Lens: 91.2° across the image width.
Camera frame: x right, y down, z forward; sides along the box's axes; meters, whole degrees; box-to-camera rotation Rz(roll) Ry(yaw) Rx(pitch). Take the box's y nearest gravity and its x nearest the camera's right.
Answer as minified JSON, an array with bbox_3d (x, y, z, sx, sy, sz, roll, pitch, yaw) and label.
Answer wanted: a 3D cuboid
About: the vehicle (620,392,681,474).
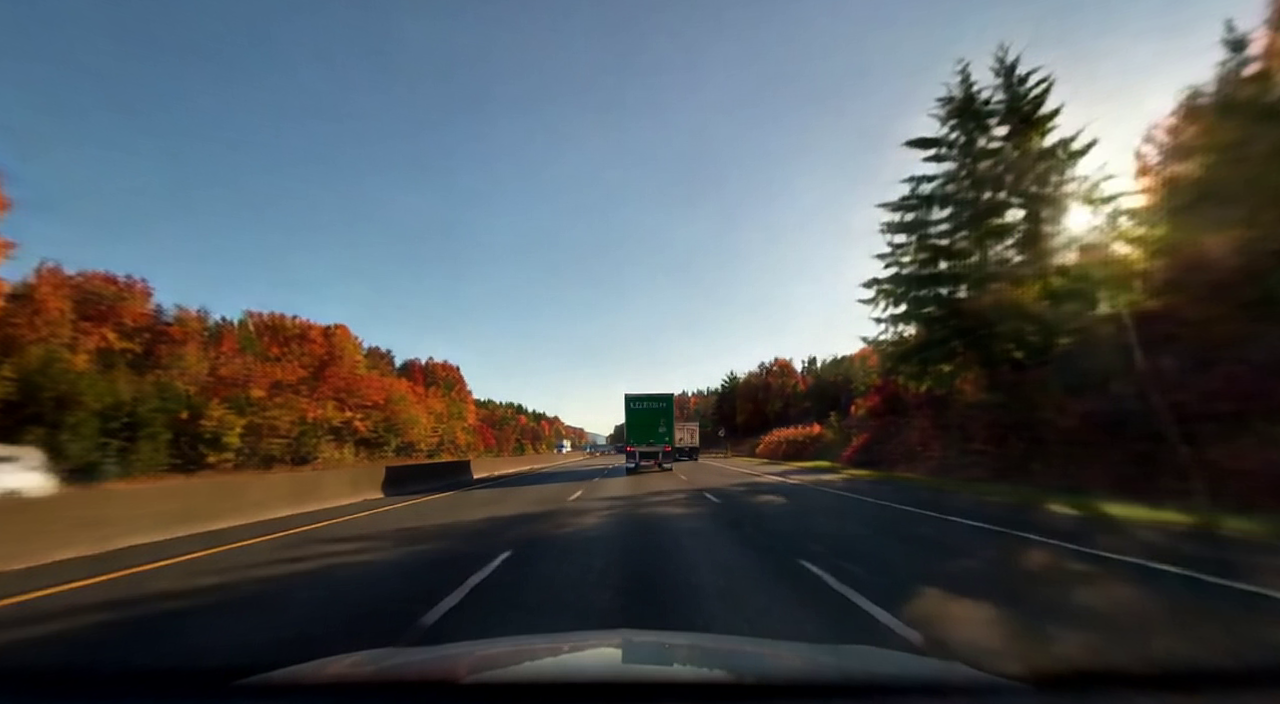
[{"bbox_3d":[0.520,4.848,36.695,3.057,4.073,10.792,0,-9,0],"label":"vehicle"}]
